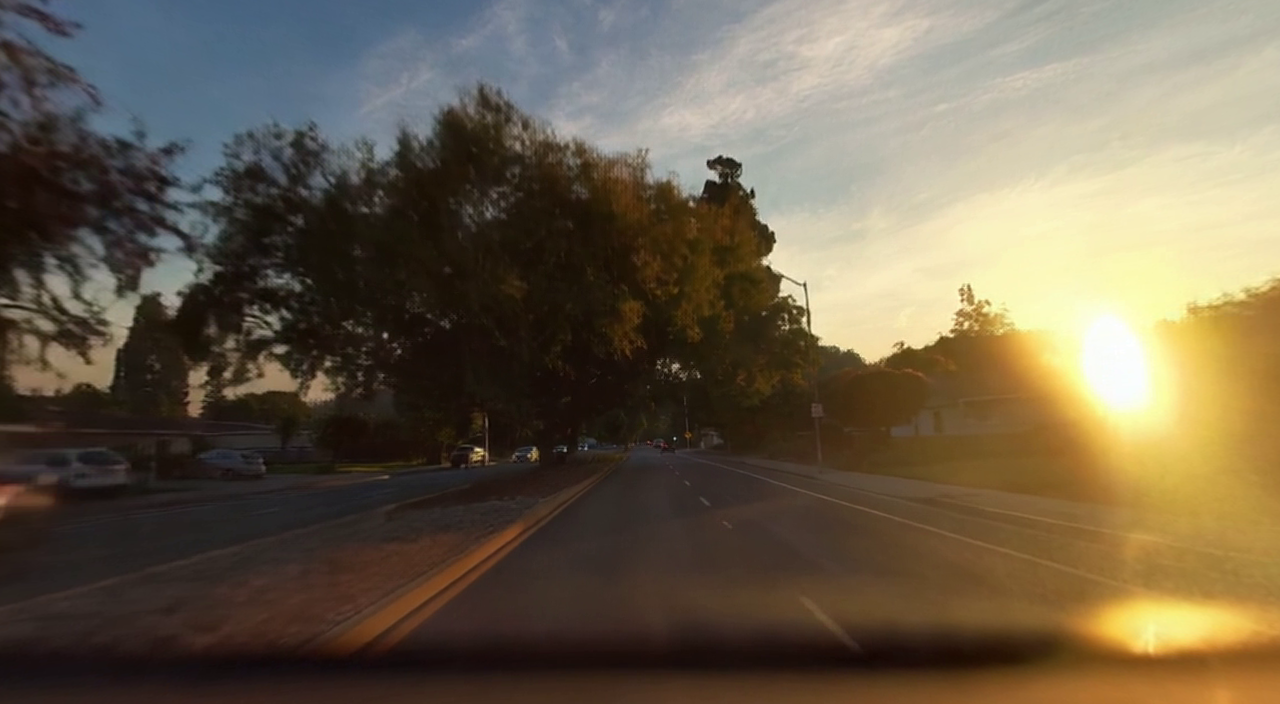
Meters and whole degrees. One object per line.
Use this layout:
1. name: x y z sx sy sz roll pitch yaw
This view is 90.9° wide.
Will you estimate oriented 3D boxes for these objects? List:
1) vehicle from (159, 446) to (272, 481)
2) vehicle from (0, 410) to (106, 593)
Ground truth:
1. vehicle: -22.426 5.885 33.431 4.530 1.769 2.003 0 -8 1
2. vehicle: -7.170 1.290 5.039 2.000 1.738 4.251 0 -8 1
